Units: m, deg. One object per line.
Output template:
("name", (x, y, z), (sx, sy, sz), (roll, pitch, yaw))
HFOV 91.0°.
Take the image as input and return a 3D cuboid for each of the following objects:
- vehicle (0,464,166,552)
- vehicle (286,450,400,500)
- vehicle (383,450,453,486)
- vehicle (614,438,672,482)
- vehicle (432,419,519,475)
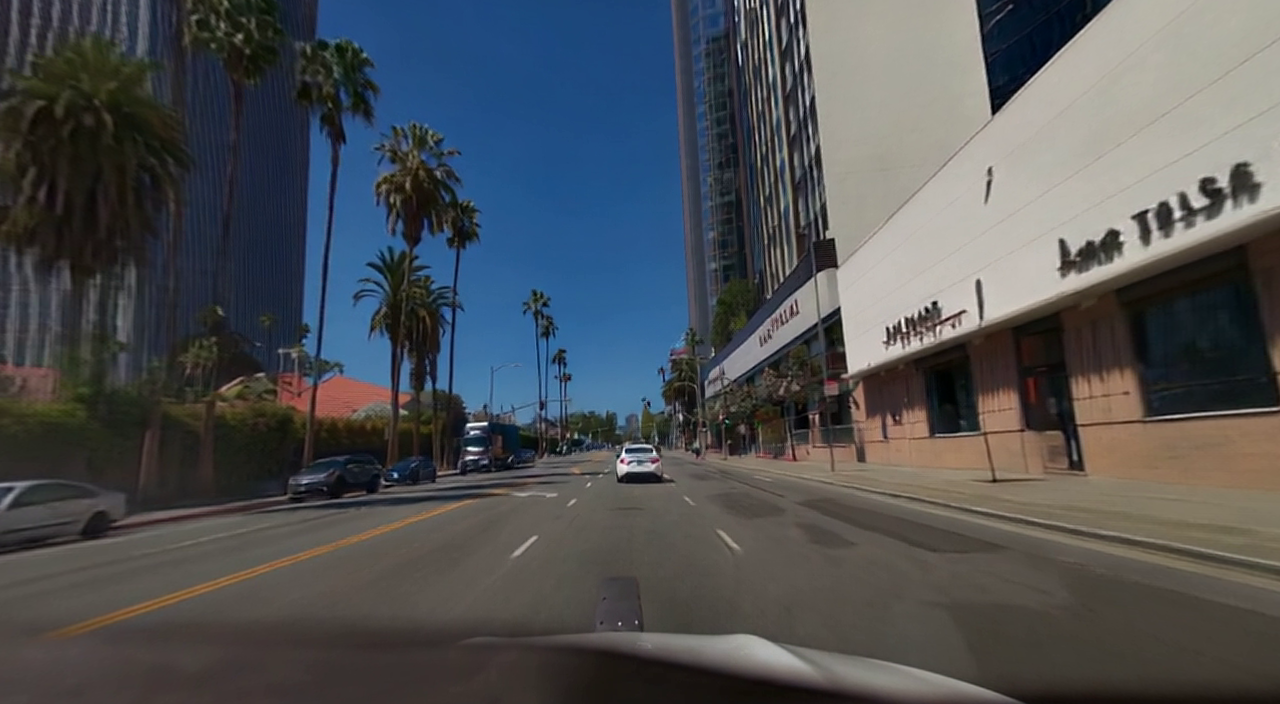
("vehicle", (-12.410, 3.169, 12.786), (1.914, 1.551, 4.634), (-4, -12, 0))
("vehicle", (-12.304, 5.085, 26.522), (2.308, 1.839, 4.793), (-1, -9, 2))
("vehicle", (-12.032, 6.280, 34.530), (1.981, 1.803, 4.835), (0, -9, 1))
("vehicle", (0.115, 4.340, 25.514), (2.145, 1.632, 3.972), (0, -9, 0))
("vehicle", (-12.062, 7.198, 47.569), (3.058, 3.443, 12.503), (-5, -9, 0))
